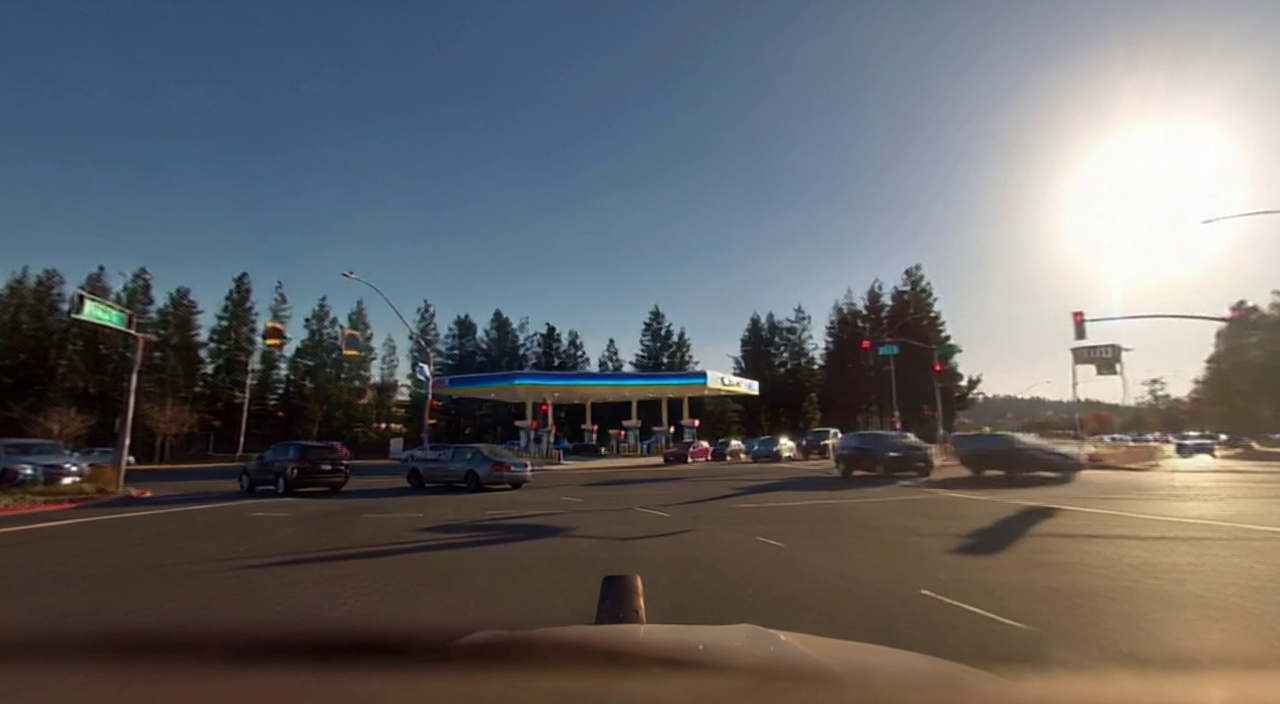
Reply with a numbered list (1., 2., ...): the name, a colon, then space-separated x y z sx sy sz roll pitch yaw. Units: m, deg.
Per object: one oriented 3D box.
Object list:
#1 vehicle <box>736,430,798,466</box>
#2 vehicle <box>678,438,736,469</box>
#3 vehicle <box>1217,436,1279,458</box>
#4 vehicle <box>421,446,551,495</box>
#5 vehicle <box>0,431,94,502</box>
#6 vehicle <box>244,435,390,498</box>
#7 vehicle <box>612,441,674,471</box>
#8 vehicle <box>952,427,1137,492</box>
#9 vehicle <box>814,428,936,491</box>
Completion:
1. vehicle: 7.385 5.517 36.264 2.517 1.875 5.774 -3 -9 20
2. vehicle: 3.955 5.864 36.605 2.210 1.542 4.501 -6 -10 20
3. vehicle: 43.692 6.717 44.539 3.825 1.438 1.968 -5 -10 22
4. vehicle: -5.311 3.947 21.494 4.581 1.460 1.965 -8 -11 41
5. vehicle: -19.255 3.445 19.032 4.658 1.911 2.162 -5 -10 22
6. vehicle: -10.368 3.581 20.178 4.616 1.733 2.351 -7 -11 38
7. vehicle: 0.239 6.143 37.406 2.210 1.565 4.588 -6 -10 19
8. vehicle: 11.212 3.016 18.031 1.976 1.573 4.543 1 -9 -5
9. vehicle: 6.781 3.152 18.856 2.126 1.626 4.585 -1 -9 3
